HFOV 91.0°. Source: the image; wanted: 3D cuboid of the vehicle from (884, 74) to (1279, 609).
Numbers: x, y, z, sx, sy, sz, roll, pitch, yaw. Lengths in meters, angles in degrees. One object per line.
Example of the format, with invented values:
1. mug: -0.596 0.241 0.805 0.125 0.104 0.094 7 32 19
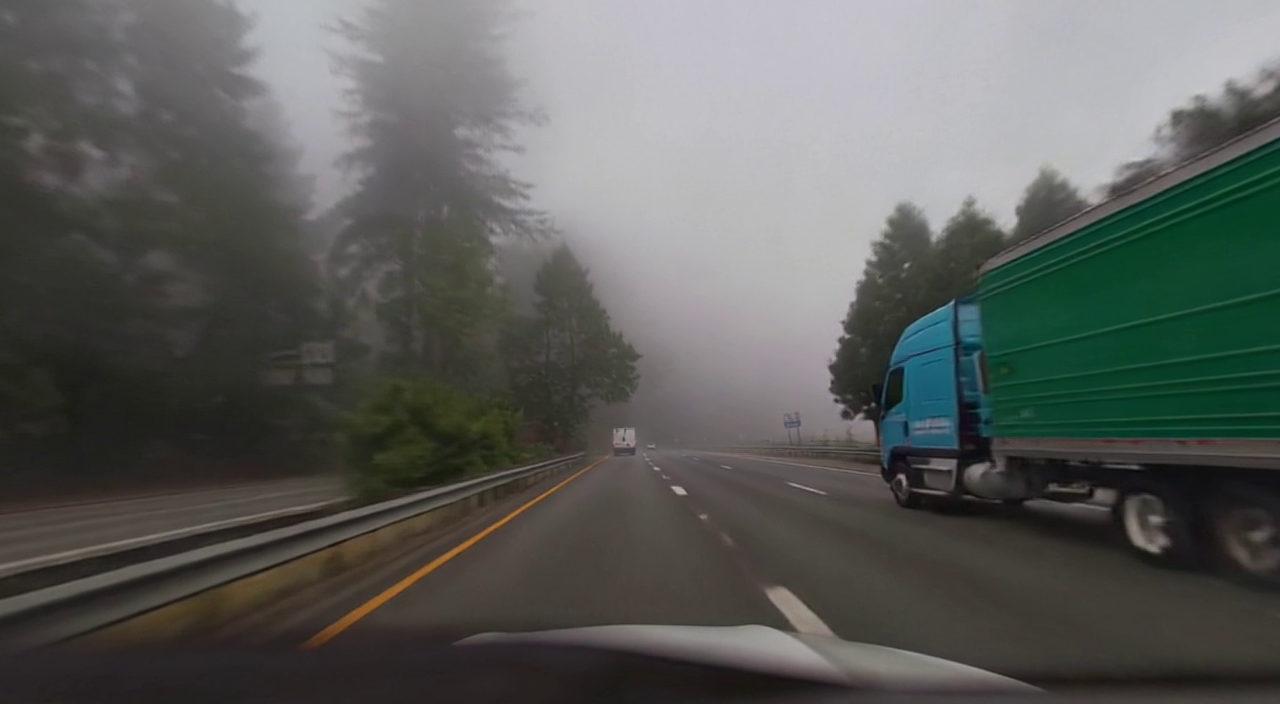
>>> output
1. vehicle: 6.784 -0.249 3.894 3.479 4.156 17.231 0 -9 -1
